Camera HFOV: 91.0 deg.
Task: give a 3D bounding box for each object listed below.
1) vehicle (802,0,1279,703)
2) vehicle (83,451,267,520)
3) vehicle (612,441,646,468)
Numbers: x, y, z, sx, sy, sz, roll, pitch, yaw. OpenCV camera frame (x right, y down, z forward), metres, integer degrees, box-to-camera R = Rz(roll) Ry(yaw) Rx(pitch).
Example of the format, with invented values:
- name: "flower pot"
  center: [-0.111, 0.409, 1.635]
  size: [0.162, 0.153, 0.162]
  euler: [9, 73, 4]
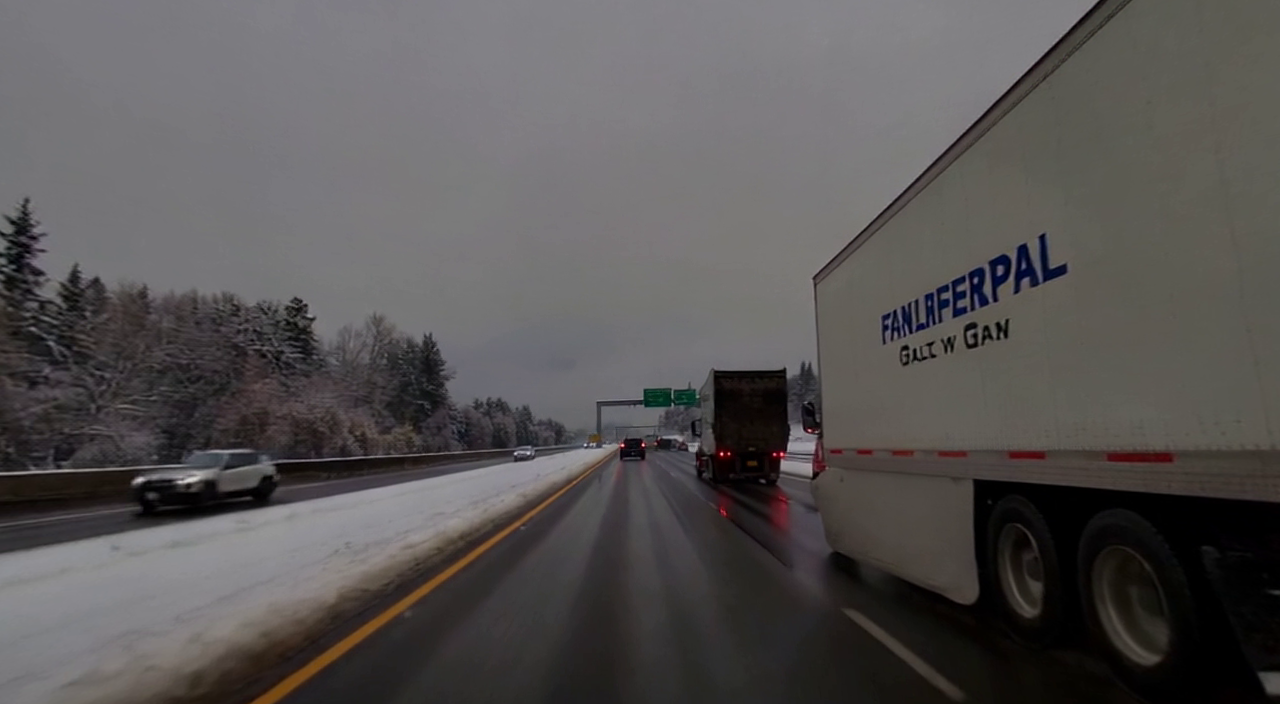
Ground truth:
- name: "vehicle"
  center: [4.236, 0.104, 5.783]
  size: [2.853, 4.086, 9.078]
  euler: [0, -8, -1]
- name: "vehicle"
  center: [-12.183, 3.479, 16.895]
  size: [1.995, 1.524, 3.877]
  euler: [-1, -8, -1]
- name: "vehicle"
  center: [-0.654, 6.009, 37.245]
  size: [1.943, 1.491, 3.459]
  euler: [0, -8, -1]
